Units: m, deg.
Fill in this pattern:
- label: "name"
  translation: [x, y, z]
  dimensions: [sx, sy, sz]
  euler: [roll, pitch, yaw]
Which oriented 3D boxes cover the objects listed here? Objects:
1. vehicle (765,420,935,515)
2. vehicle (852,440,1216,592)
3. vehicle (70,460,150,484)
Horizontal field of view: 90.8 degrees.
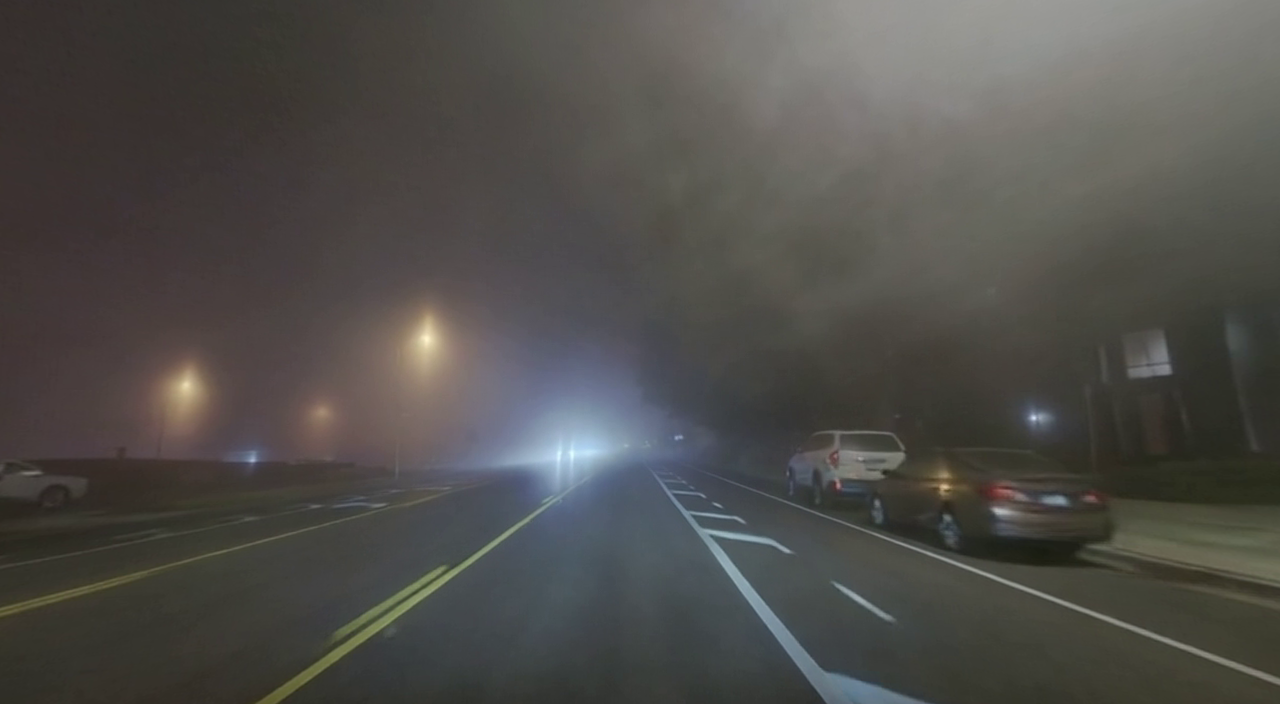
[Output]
- label: "vehicle"
  translation: [4.632, 2.643, 14.992]
  dimensions: [2.115, 1.843, 5.141]
  euler: [0, -8, -2]
- label: "vehicle"
  translation: [4.497, 1.885, 8.220]
  dimensions: [1.935, 1.433, 4.241]
  euler: [0, -8, -1]
- label: "vehicle"
  translation: [-36.017, 8.134, 43.093]
  dimensions: [3.854, 1.476, 1.842]
  euler: [5, -10, -32]
